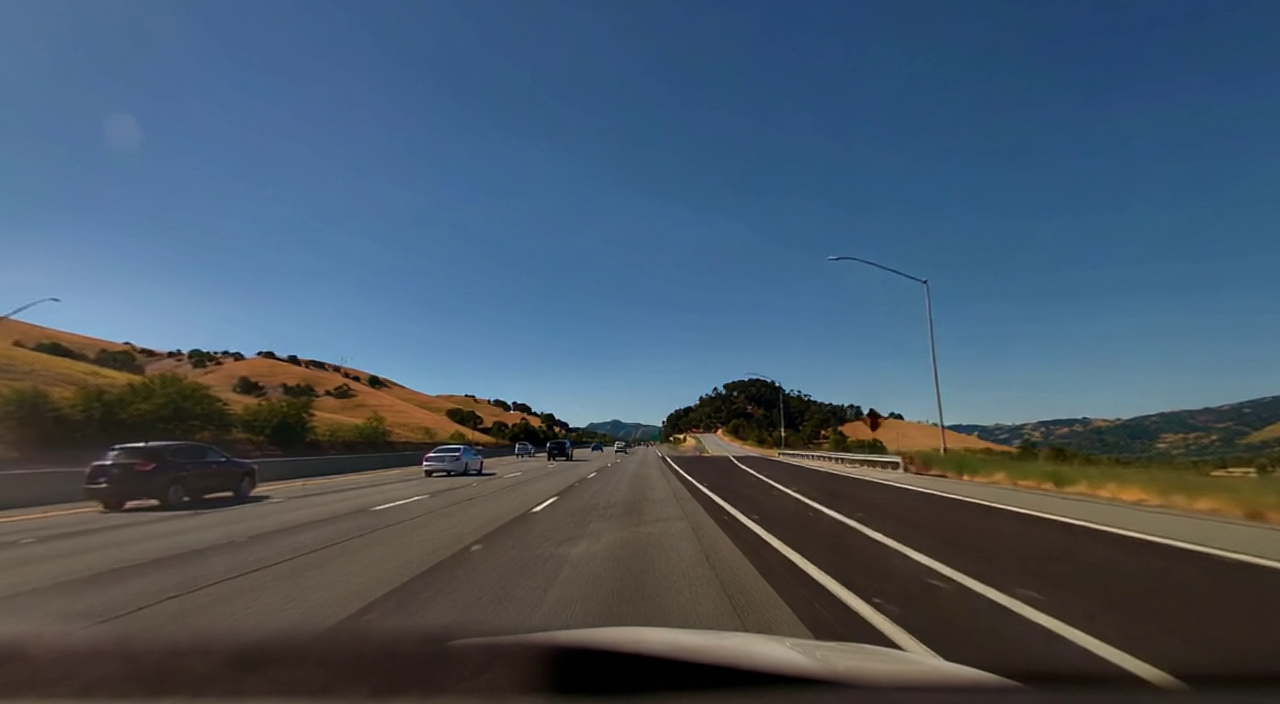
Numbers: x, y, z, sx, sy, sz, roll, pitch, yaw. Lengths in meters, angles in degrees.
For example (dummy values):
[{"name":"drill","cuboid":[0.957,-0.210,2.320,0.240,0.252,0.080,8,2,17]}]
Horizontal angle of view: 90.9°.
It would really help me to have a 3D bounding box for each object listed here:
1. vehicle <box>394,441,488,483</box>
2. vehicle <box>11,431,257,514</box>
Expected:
[{"name":"vehicle","cuboid":[-7.544,4.209,24.432,2.107,1.484,4.449,0,-9,1]},{"name":"vehicle","cuboid":[-11.650,2.786,15.100,2.020,1.645,4.629,0,-9,0]}]
